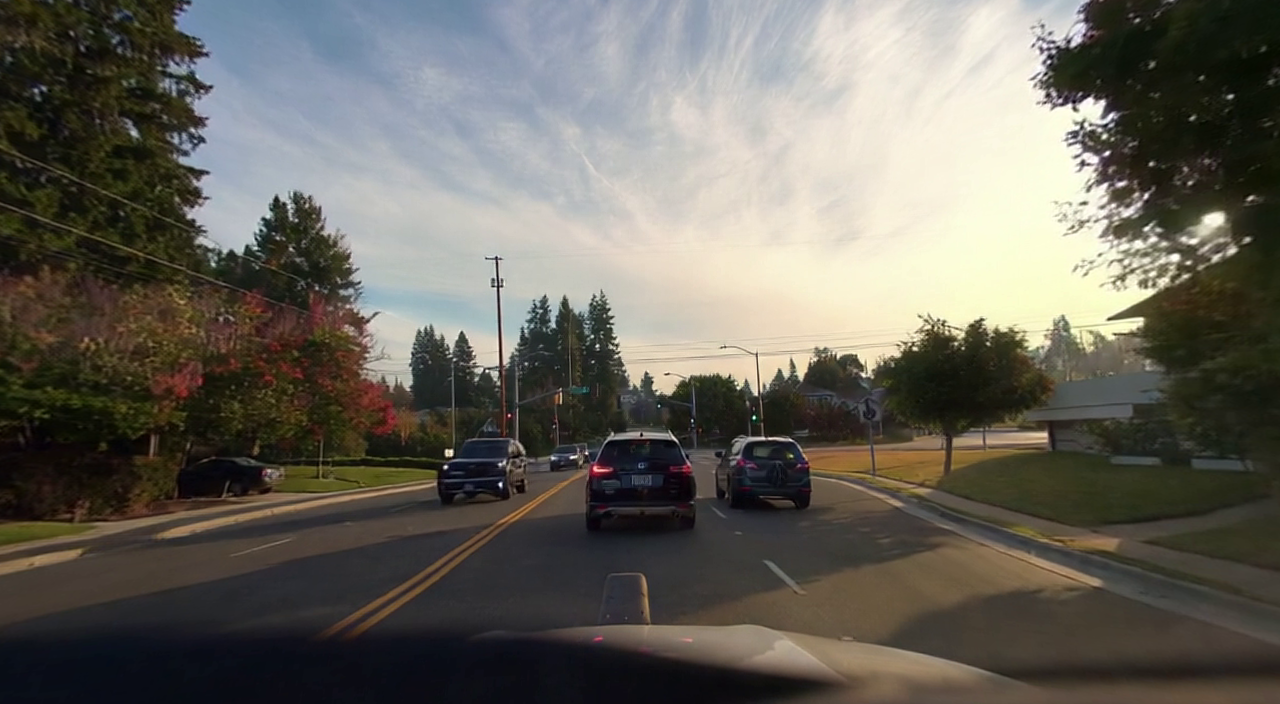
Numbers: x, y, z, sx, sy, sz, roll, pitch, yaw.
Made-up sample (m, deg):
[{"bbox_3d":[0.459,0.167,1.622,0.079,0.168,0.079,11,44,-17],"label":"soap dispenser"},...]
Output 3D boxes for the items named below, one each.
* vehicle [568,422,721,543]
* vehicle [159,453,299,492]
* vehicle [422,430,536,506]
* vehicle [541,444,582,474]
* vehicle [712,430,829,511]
[{"bbox_3d":[0.039,2.160,11.043,2.151,1.695,4.100,0,-9,-1],"label":"vehicle"},{"bbox_3d":[-16.179,4.749,24.962,4.245,1.446,1.827,0,-9,0],"label":"vehicle"},{"bbox_3d":[-4.671,3.457,19.333,2.138,1.938,5.584,0,-9,-1],"label":"vehicle"},{"bbox_3d":[-4.888,6.699,39.714,2.063,1.727,3.923,0,-9,0],"label":"vehicle"},{"bbox_3d":[3.076,2.905,15.902,1.967,1.756,4.281,0,-9,-1],"label":"vehicle"}]
